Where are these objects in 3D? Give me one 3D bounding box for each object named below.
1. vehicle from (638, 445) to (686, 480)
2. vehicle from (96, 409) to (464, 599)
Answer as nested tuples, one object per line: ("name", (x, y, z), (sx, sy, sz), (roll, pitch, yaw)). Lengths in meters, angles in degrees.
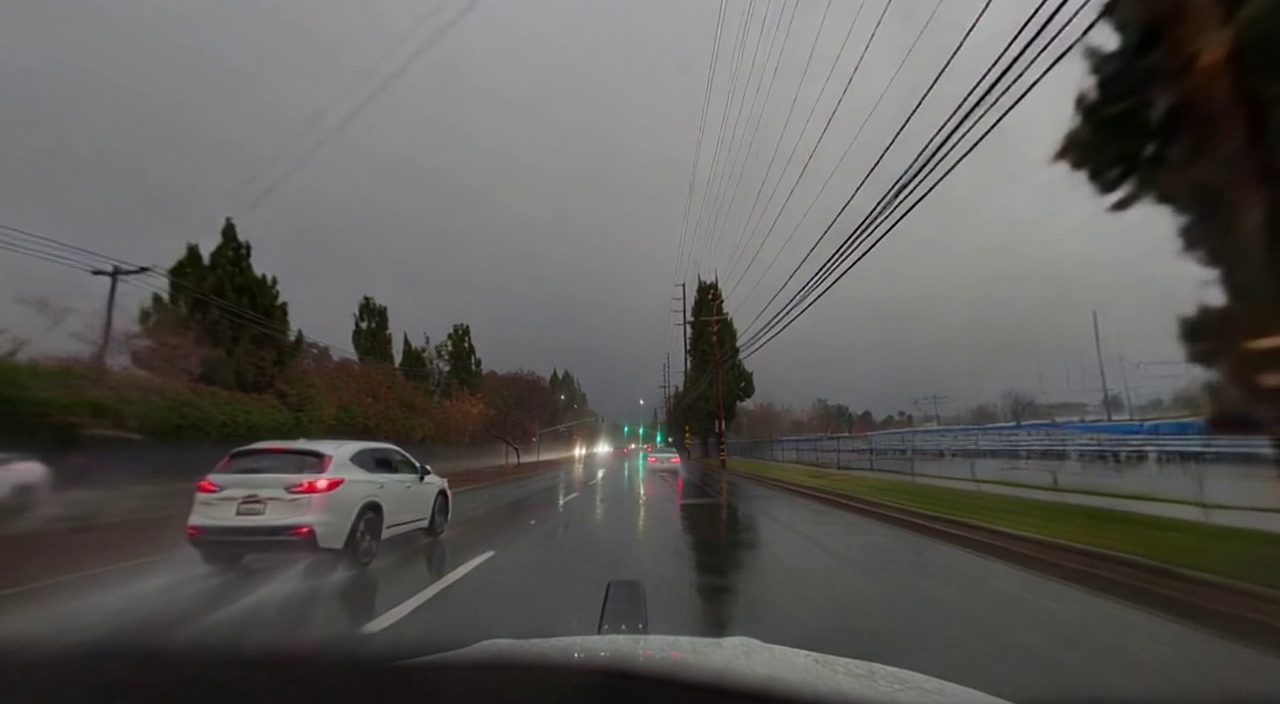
("vehicle", (0.988, 5.090, 29.222), (2.059, 1.486, 3.980), (0, -9, 1))
("vehicle", (-3.862, 1.697, 7.899), (1.950, 1.692, 4.397), (0, -9, 1))
